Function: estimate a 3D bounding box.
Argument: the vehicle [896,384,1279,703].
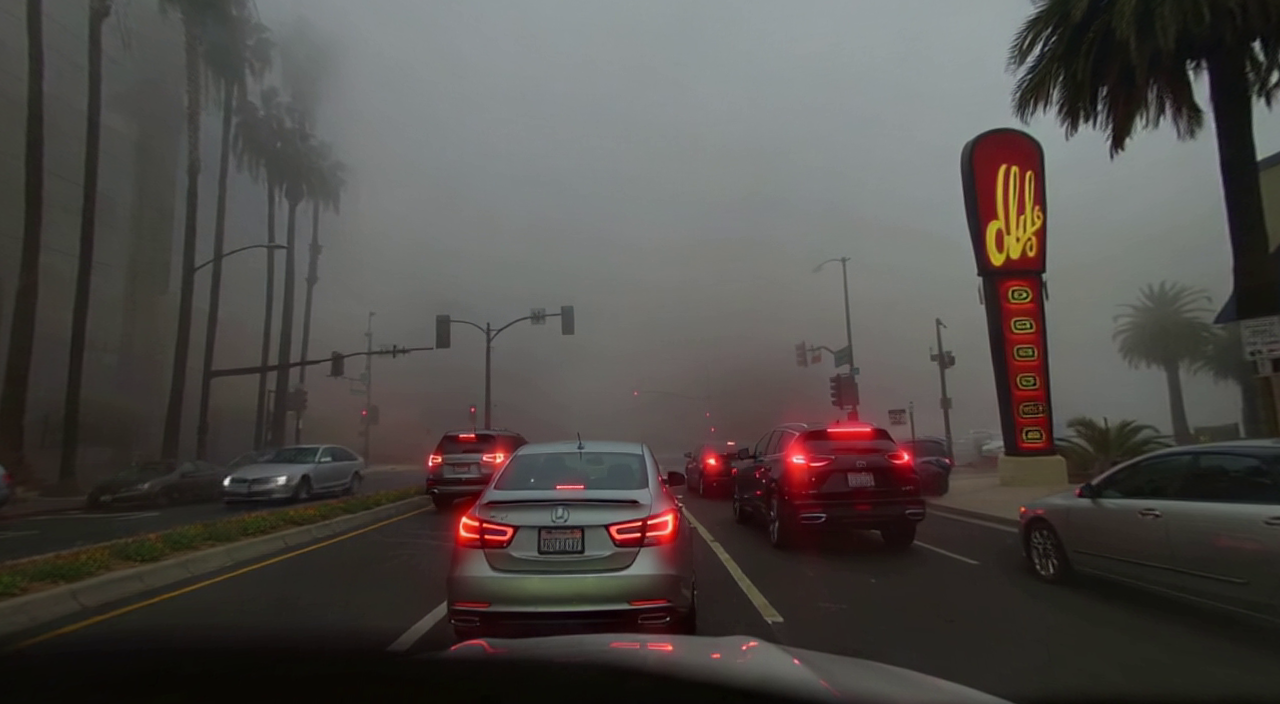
[{"bbox_3d":[2.606,0.813,1.499,2.085,1.469,4.458,0,-9,-1],"label":"vehicle"}]

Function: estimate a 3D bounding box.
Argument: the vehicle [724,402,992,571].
[{"bbox_3d":[2.617,1.761,8.993,2.096,1.775,4.440,0,-9,-2],"label":"vehicle"}]

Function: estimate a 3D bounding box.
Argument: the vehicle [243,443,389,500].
[{"bbox_3d":[-9.191,3.406,18.445,1.949,1.442,4.502,0,-9,-2],"label":"vehicle"}]

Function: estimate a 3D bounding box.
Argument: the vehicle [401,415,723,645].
[{"bbox_3d":[-0.512,1.473,6.236,2.096,1.492,4.071,0,-9,0],"label":"vehicle"}]

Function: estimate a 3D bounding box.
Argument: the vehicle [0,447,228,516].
[{"bbox_3d":[-12.856,3.138,15.936,1.870,1.475,4.531,0,-9,0],"label":"vehicle"}]
